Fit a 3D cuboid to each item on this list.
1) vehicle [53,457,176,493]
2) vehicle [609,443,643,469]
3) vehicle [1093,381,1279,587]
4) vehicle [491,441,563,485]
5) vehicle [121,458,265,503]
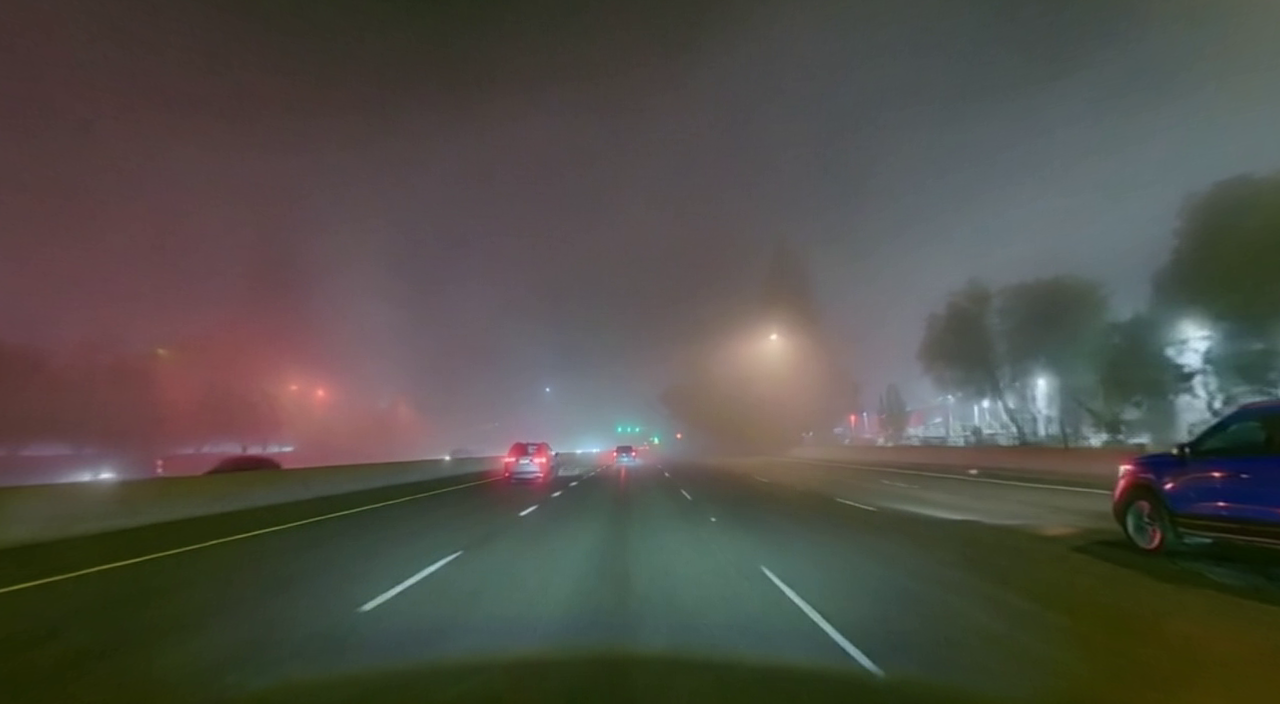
[{"bbox_3d":[-32.347,7.558,39.228,2.435,1.928,5.963,-1,-8,0],"label":"vehicle"},{"bbox_3d":[-0.853,6.420,39.349,1.997,1.485,4.094,-1,-8,-1],"label":"vehicle"},{"bbox_3d":[6.646,1.122,5.361,2.028,1.801,4.741,-1,-8,0],"label":"vehicle"},{"bbox_3d":[-4.165,4.165,24.094,1.886,1.465,4.625,-1,-8,0],"label":"vehicle"},{"bbox_3d":[-17.739,5.091,25.497,2.012,1.481,5.231,-1,-8,-1],"label":"vehicle"}]
